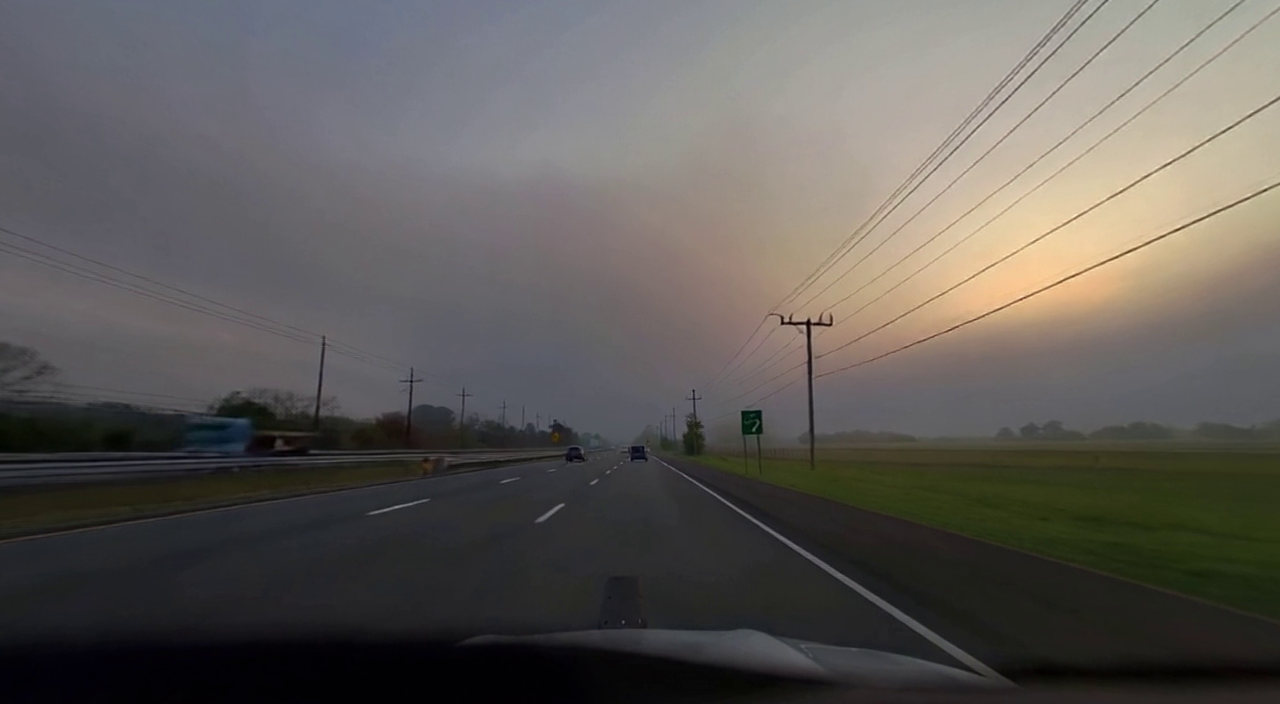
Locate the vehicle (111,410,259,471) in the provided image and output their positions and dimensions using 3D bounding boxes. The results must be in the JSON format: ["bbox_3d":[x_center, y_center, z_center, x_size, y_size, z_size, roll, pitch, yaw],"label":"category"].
[{"bbox_3d":[-18.921,3.768,26.658,2.217,2.296,5.314,0,-9,0],"label":"vehicle"}]
